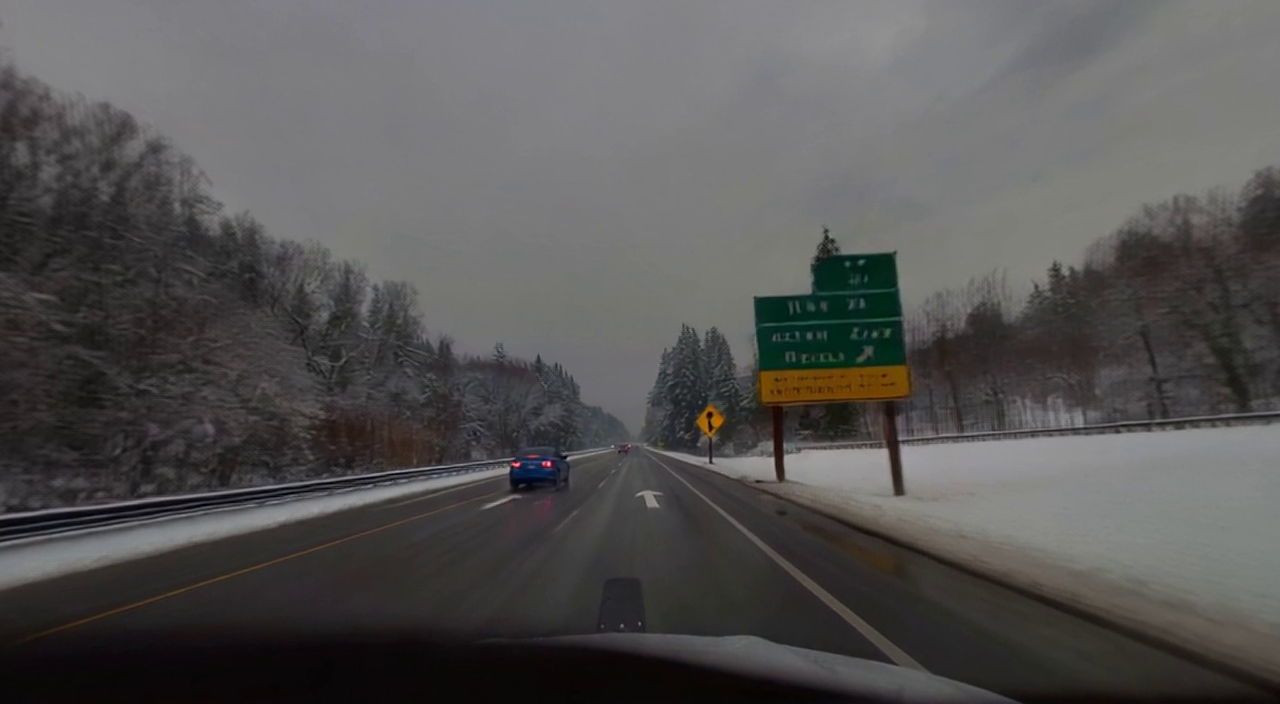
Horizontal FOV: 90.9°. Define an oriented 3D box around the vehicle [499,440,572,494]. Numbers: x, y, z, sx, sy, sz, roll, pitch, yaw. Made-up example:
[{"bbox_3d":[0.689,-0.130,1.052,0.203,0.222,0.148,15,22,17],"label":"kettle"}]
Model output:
[{"bbox_3d":[-3.222,3.619,20.136,1.675,1.537,3.574,0,-9,1],"label":"vehicle"}]
